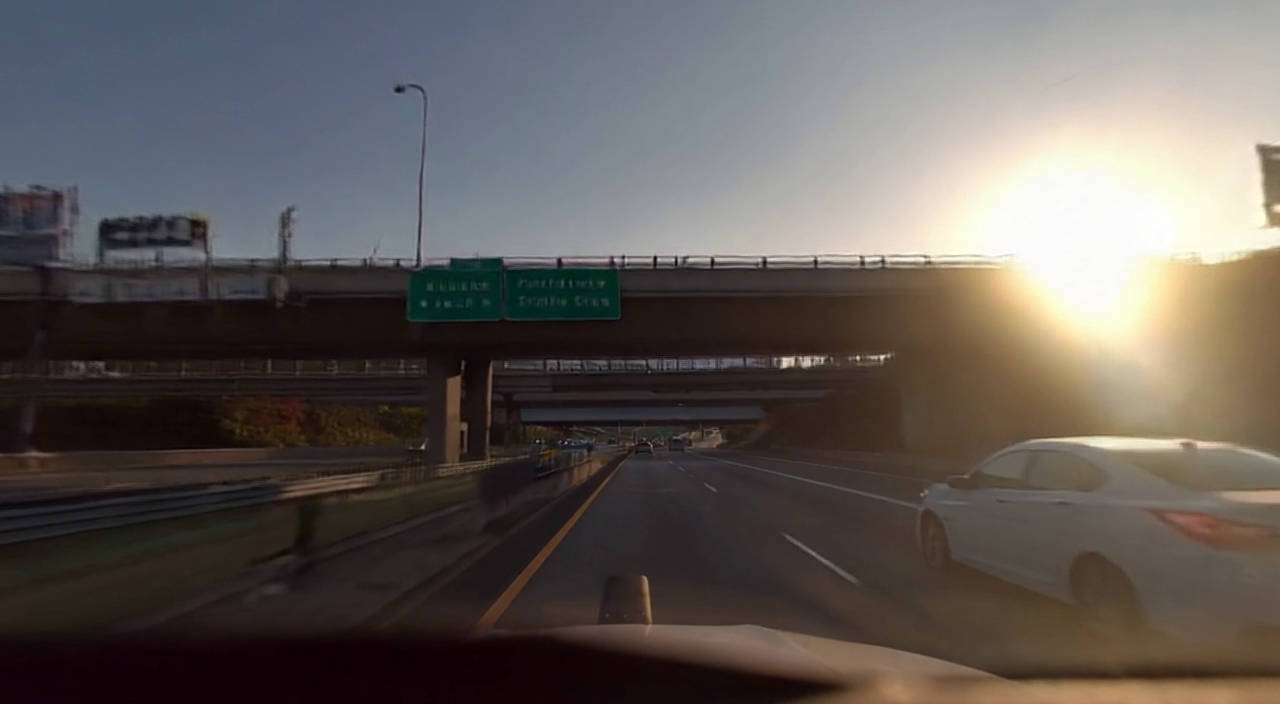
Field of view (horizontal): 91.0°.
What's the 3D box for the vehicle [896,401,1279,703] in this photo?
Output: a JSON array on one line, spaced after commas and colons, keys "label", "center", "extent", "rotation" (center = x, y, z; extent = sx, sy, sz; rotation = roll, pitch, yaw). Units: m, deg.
[{"label": "vehicle", "center": [3.492, 1.124, 3.714], "extent": [2.091, 1.482, 4.522], "rotation": [0, -8, 1]}]
